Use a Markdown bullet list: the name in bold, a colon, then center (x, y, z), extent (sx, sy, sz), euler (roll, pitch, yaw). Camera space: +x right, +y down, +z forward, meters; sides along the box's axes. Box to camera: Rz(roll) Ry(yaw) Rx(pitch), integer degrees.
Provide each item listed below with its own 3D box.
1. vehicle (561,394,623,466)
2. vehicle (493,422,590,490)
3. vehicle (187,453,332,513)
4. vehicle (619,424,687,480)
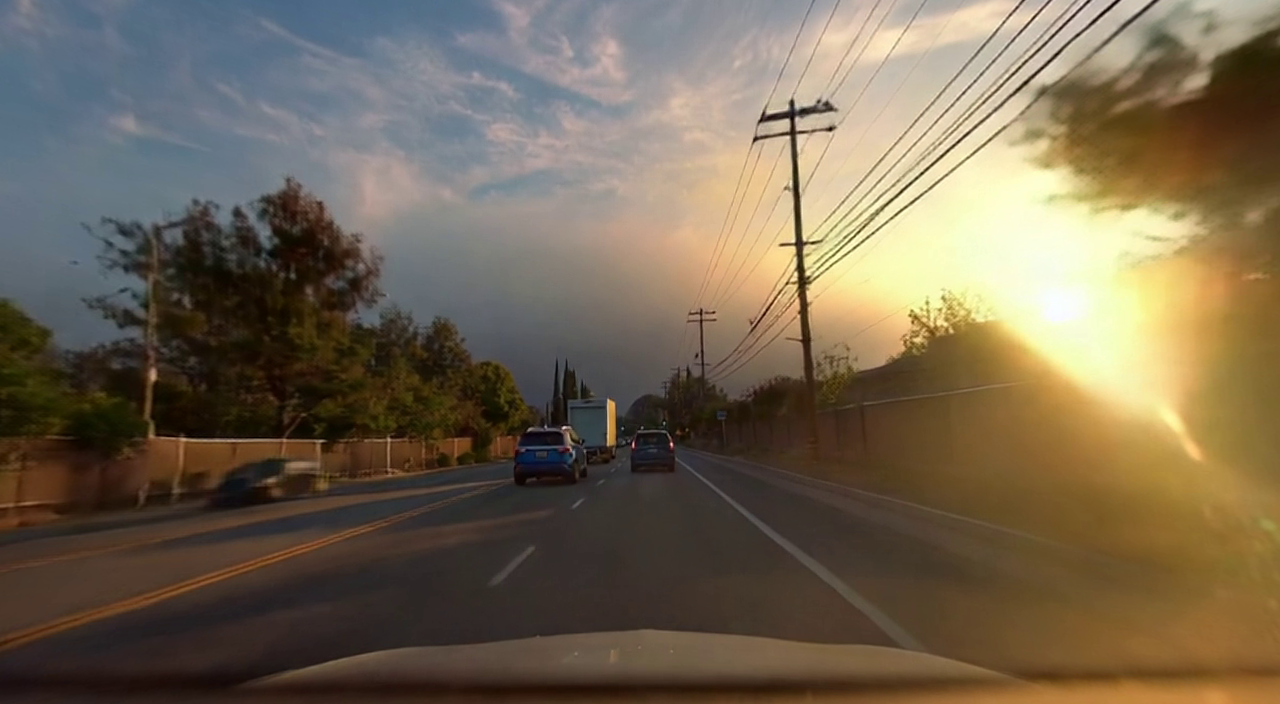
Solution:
- **vehicle**: center (-2.617, 4.814, 38.035), extent (2.928, 3.658, 10.953), euler (0, -8, 0)
- **vehicle**: center (-2.842, 3.146, 19.327), extent (2.093, 1.832, 4.508), euler (0, -8, 2)
- **vehicle**: center (-11.969, 4.106, 20.207), extent (2.052, 1.401, 4.191), euler (-7, -8, 0)
- **vehicle**: center (0.411, 3.494, 22.228), extent (2.174, 1.749, 4.113), euler (0, -8, 0)
